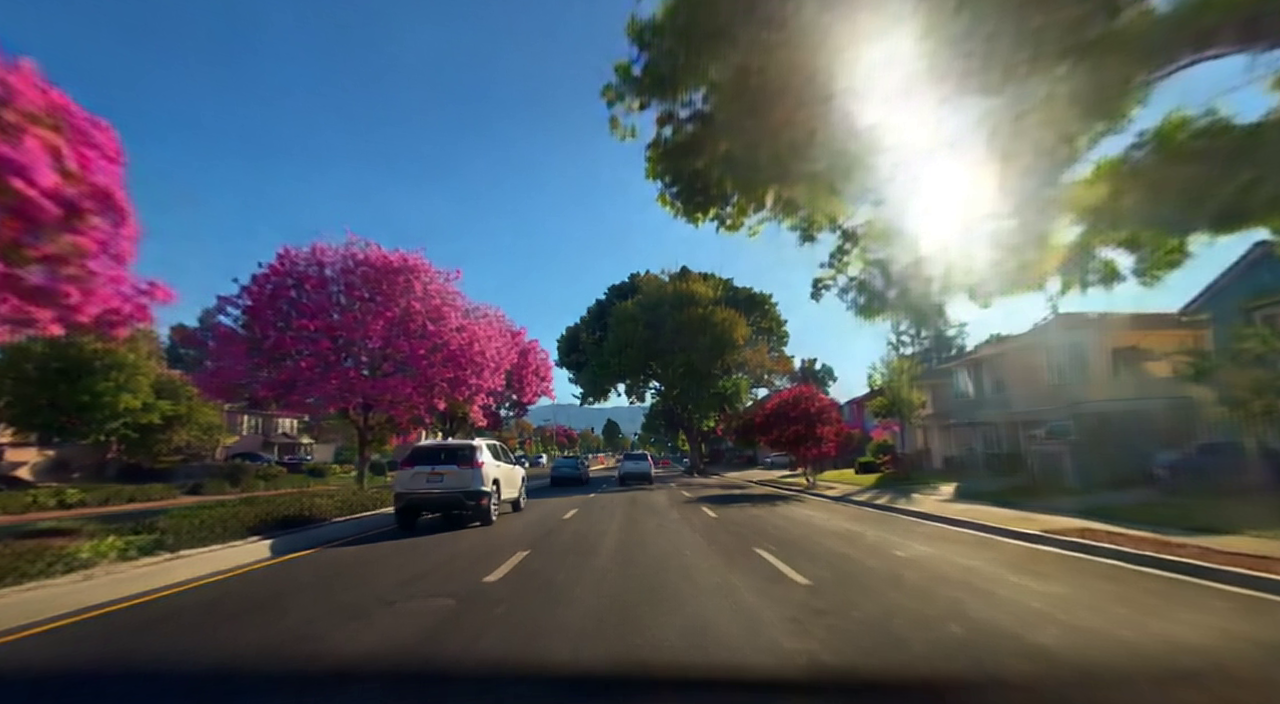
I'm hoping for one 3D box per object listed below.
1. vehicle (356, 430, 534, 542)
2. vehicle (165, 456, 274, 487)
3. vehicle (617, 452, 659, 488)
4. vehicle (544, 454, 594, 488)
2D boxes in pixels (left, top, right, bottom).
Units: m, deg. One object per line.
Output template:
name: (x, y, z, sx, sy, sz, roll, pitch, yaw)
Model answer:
vehicle: (-3.778, 2.672, 13.364, 2.161, 1.919, 4.798, 0, -8, 1)
vehicle: (-28.626, 8.117, 43.284, 5.692, 1.926, 2.274, 3, -9, -18)
vehicle: (-0.083, 5.894, 31.870, 1.997, 1.636, 3.760, 0, -8, 0)
vehicle: (-3.613, 6.162, 32.926, 2.066, 1.565, 3.905, 0, -8, 2)
